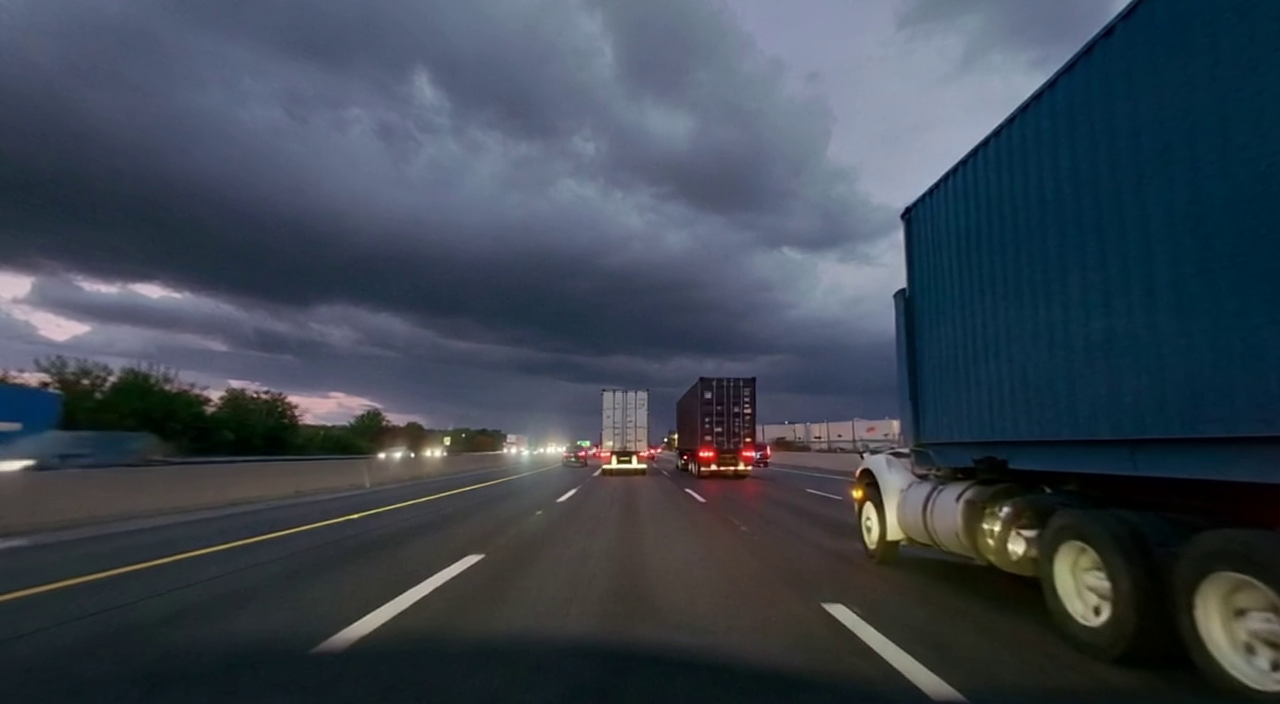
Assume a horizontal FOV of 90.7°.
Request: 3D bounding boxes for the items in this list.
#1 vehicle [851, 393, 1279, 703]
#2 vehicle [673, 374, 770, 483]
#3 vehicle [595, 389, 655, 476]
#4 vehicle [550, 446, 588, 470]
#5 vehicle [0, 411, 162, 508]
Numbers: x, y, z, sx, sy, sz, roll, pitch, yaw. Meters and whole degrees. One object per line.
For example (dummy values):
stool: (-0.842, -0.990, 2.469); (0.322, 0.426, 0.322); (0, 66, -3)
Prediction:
vehicle: (3.149, 1.169, 4.057); (2.073, 1.474, 4.320); (0, -9, 0)
vehicle: (3.392, 3.826, 30.324); (2.803, 4.072, 12.744); (0, -9, -1)
vehicle: (-0.824, 4.692, 35.965); (2.841, 4.071, 12.046); (0, -8, -1)
vehicle: (-4.721, 7.134, 42.875); (2.138, 1.478, 4.641); (0, -9, -1)
vehicle: (-12.917, 2.149, 12.705); (2.179, 1.779, 5.632); (0, -9, 0)
